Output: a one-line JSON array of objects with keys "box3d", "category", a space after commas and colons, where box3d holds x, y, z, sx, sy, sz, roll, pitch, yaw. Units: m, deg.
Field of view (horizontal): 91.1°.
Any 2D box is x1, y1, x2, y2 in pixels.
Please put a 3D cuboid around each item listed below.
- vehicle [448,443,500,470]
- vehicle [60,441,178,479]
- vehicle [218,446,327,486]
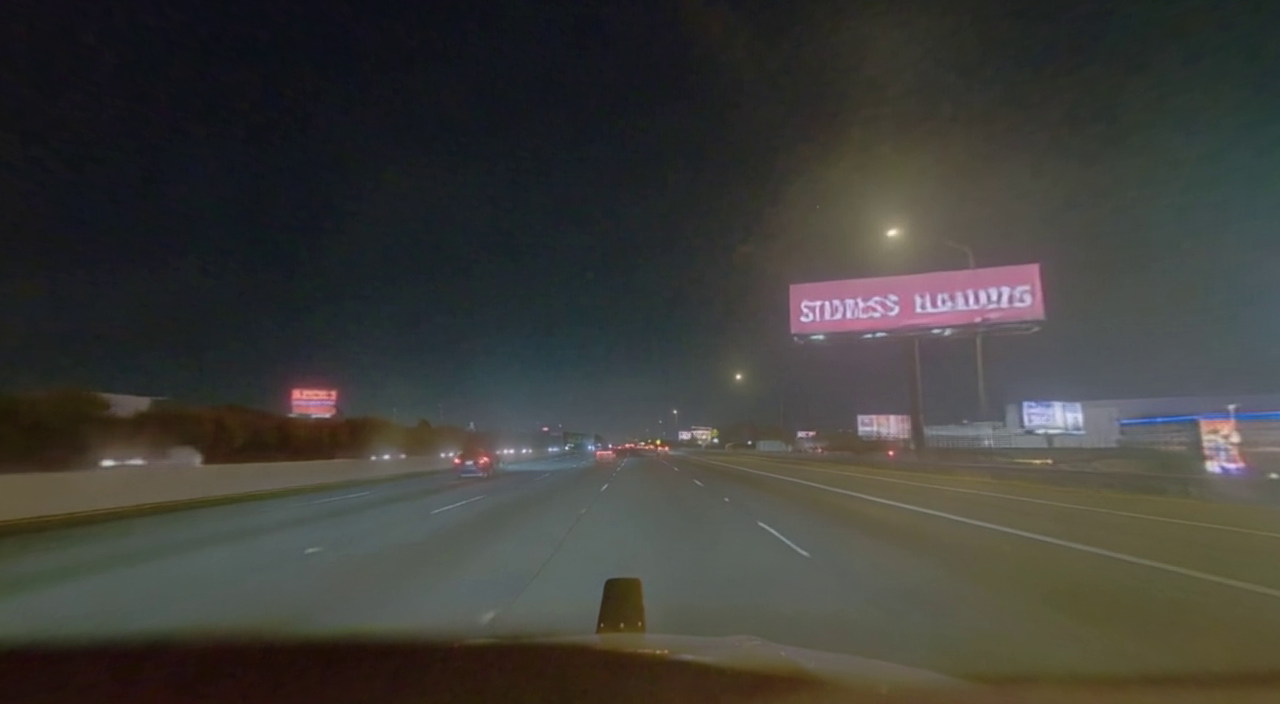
[{"box3d": [-10.199, 6.454, 38.950, 1.974, 1.513, 4.584, 0, -9, 0], "category": "vehicle"}, {"box3d": [-25.815, 5.359, 31.338, 1.975, 1.733, 4.491, 0, -9, 0], "category": "vehicle"}, {"box3d": [-15.445, 4.782, 26.711, 1.871, 1.511, 4.449, 0, -9, 1], "category": "vehicle"}]
